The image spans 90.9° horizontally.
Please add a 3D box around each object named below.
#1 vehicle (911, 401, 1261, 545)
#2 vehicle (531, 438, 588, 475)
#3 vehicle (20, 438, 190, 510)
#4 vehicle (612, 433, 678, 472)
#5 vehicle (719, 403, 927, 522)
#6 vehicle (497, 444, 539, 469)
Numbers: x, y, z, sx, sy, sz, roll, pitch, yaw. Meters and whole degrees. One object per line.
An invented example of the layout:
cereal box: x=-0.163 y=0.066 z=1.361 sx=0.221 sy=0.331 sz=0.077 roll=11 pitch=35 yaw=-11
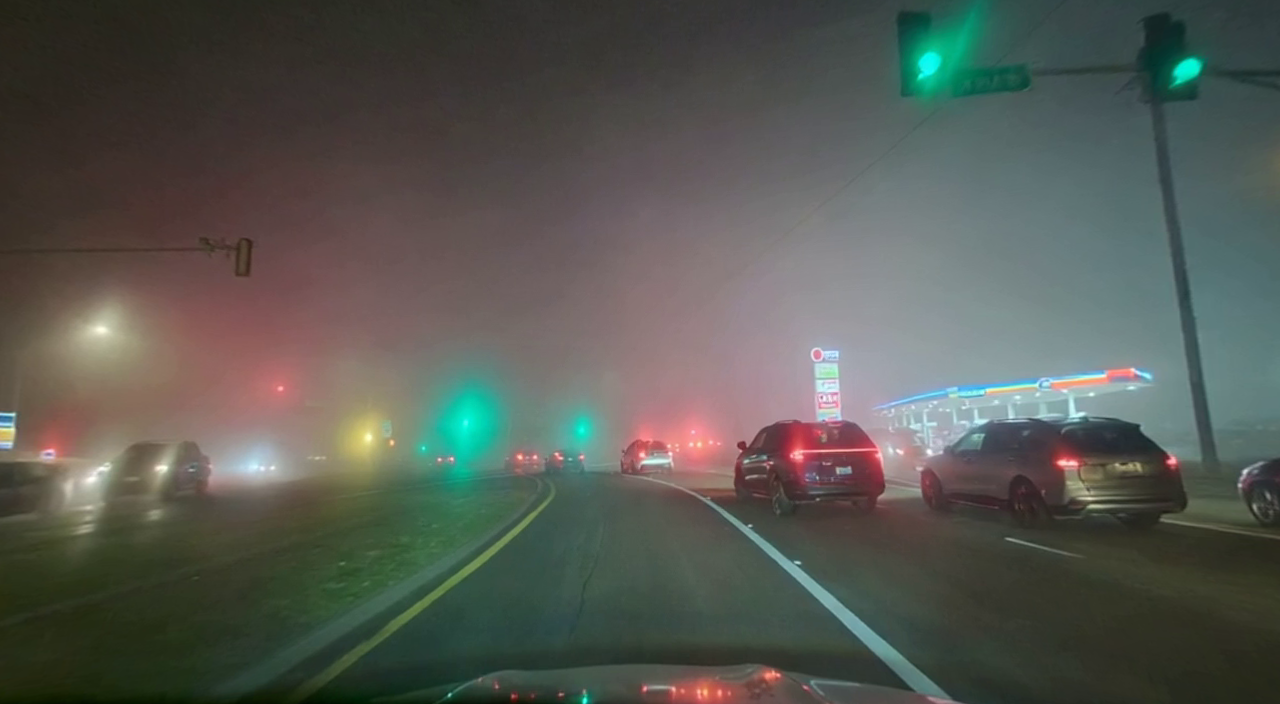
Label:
vehicle: x=5.965 y=1.675 z=9.292 sx=1.881 sy=1.604 sz=4.289 roll=0 pitch=-8 yaw=-2
vehicle: x=-3.782 y=4.784 z=29.079 sx=2.107 sy=1.527 sz=4.174 roll=2 pitch=-9 yaw=-14
vehicle: x=-18.514 y=4.165 z=22.380 sx=2.811 sy=2.105 sz=6.404 roll=4 pitch=-9 yaw=-24
vehicle: x=0.144 y=4.546 z=28.663 sx=2.012 sy=1.612 sz=4.114 roll=2 pitch=-9 yaw=-14
vehicle: x=3.072 y=2.009 z=11.915 sx=2.184 sy=1.777 sz=4.712 roll=1 pitch=-8 yaw=-5
vehicle: x=-8.590 y=7.274 z=44.190 sx=2.193 sy=1.609 sz=3.874 roll=3 pitch=-9 yaw=-21
